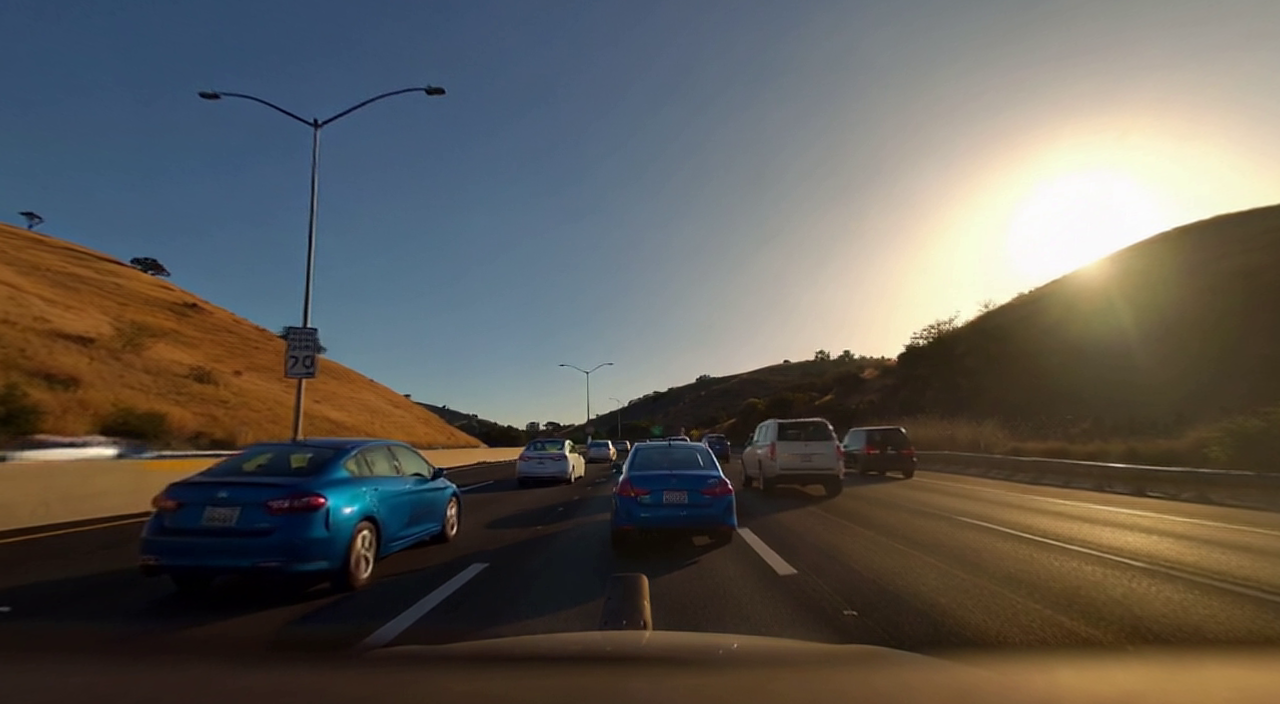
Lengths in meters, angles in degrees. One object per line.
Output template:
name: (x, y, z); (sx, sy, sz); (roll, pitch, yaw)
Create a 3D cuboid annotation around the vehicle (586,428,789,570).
vehicle: (0.508, 1.803, 8.490); (2.072, 1.431, 3.904); (0, -8, 1)

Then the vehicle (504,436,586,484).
vehicle: (-3.133, 3.661, 21.713); (2.017, 1.446, 4.384); (0, -8, 2)

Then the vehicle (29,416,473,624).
vehicle: (-3.442, 1.557, 6.864); (2.033, 1.513, 4.333); (0, -8, 1)

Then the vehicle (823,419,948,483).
vehicle: (7.469, 3.083, 19.793); (2.071, 1.754, 4.586); (0, -8, 0)

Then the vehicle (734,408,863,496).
vehicle: (3.779, 2.503, 15.977); (2.086, 1.884, 4.547); (0, -8, 0)
